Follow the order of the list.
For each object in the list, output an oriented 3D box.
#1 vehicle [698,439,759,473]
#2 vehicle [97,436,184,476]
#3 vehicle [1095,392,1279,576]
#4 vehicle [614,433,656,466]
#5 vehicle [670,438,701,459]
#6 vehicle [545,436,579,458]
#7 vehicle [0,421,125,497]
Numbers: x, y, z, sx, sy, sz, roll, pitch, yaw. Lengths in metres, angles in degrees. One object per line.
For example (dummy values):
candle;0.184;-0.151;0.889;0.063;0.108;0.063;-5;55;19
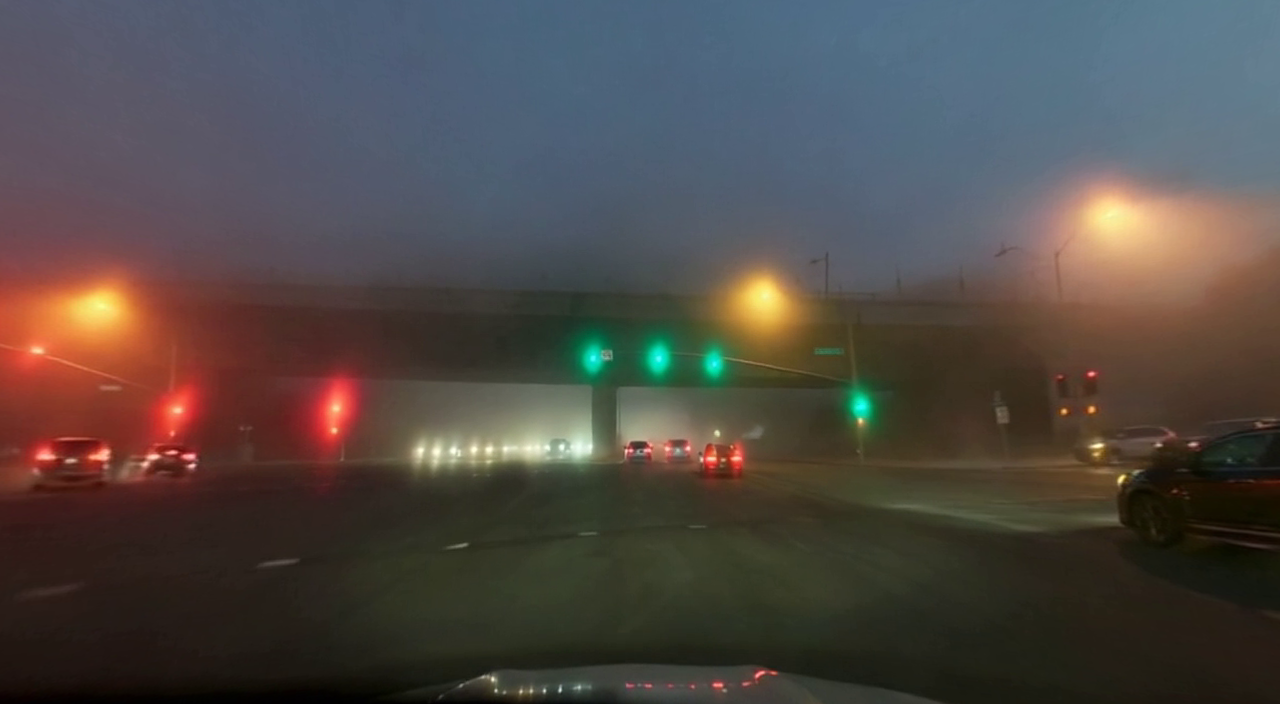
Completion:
vehicle;3.931;4.703;28.732;2.156;1.404;4.120;0;-8;0
vehicle;-23.378;4.804;29.305;4.300;1.666;2.094;-5;-11;38
vehicle;6.785;1.224;5.854;1.964;1.647;4.114;0;-8;0
vehicle;-0.250;5.323;34.511;2.172;1.694;4.055;0;-8;1
vehicle;3.492;7.496;49.002;2.119;1.509;4.495;0;-8;0
vehicle;-5.972;7.386;48.461;1.971;1.542;4.377;-1;-10;2
vehicle;-18.069;3.254;19.632;2.485;2.012;5.498;8;-11;-43
